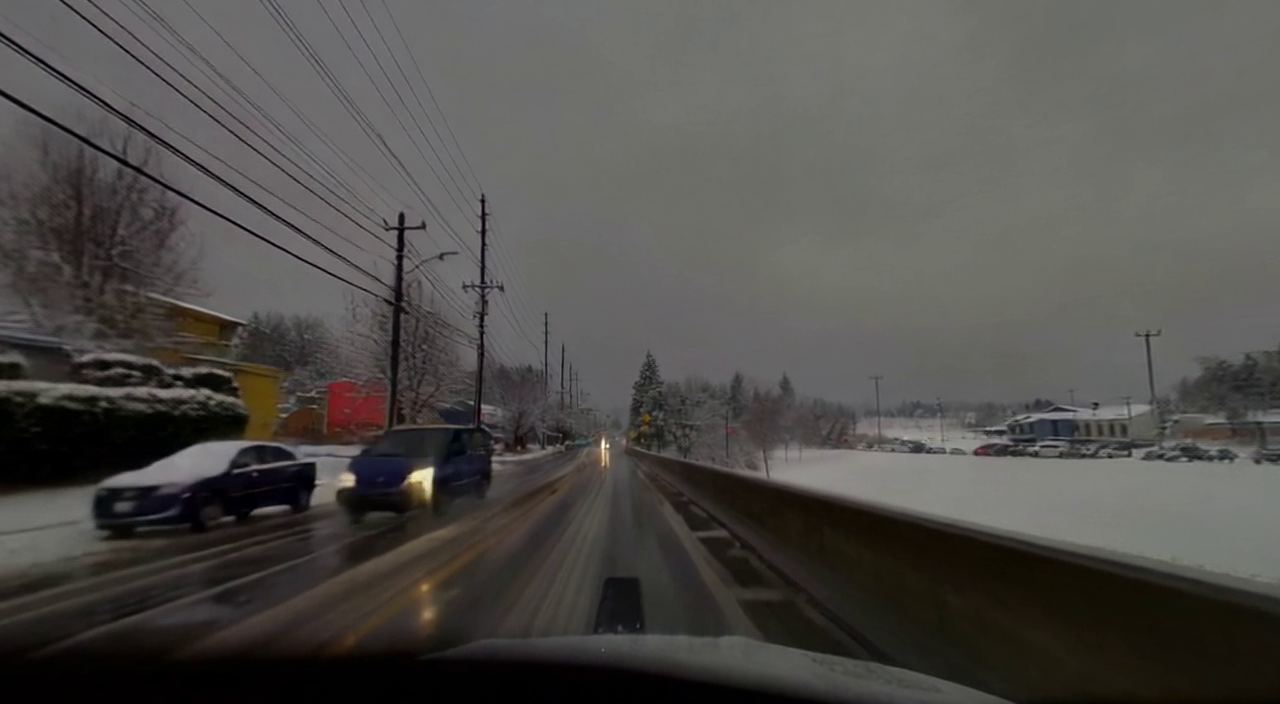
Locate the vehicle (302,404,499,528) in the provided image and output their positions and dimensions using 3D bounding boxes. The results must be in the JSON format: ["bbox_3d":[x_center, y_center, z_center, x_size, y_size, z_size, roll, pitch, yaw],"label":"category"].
[{"bbox_3d":[-4.246,2.122,12.206,2.057,1.905,4.670,0,-9,-2],"label":"vehicle"}]

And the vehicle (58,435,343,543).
[{"bbox_3d":[-7.470,2.337,11.569,1.863,1.522,4.901,0,-9,-3],"label":"vehicle"}]
